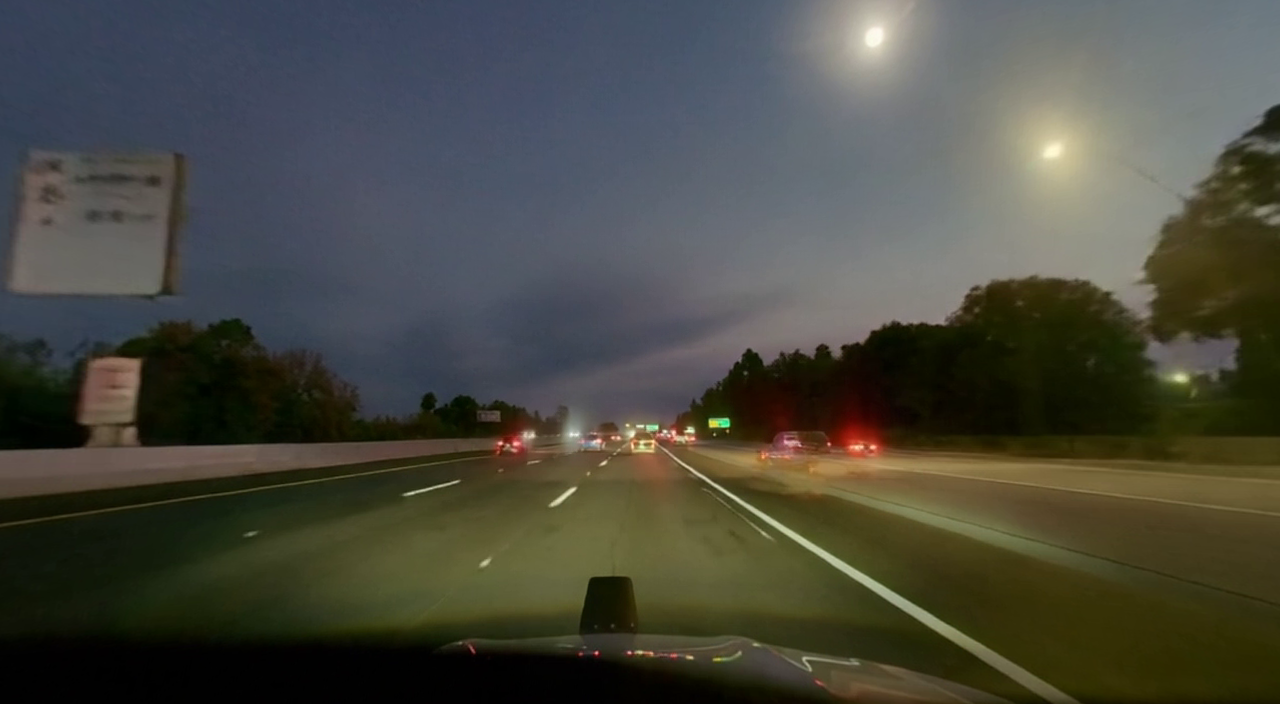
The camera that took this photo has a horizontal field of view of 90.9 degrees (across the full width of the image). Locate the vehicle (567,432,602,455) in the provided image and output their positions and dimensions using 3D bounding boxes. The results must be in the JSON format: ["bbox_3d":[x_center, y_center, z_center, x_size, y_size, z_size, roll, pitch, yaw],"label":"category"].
[{"bbox_3d":[-3.827,6.385,44.218,2.103,1.512,4.155,0,-8,0],"label":"vehicle"}]

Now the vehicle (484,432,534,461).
[{"bbox_3d":[-7.585,5.503,36.888,2.009,1.537,4.449,0,-8,0],"label":"vehicle"}]

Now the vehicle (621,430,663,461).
[{"bbox_3d":[0.068,5.345,36.199,2.240,1.646,4.949,0,-8,-1],"label":"vehicle"}]
